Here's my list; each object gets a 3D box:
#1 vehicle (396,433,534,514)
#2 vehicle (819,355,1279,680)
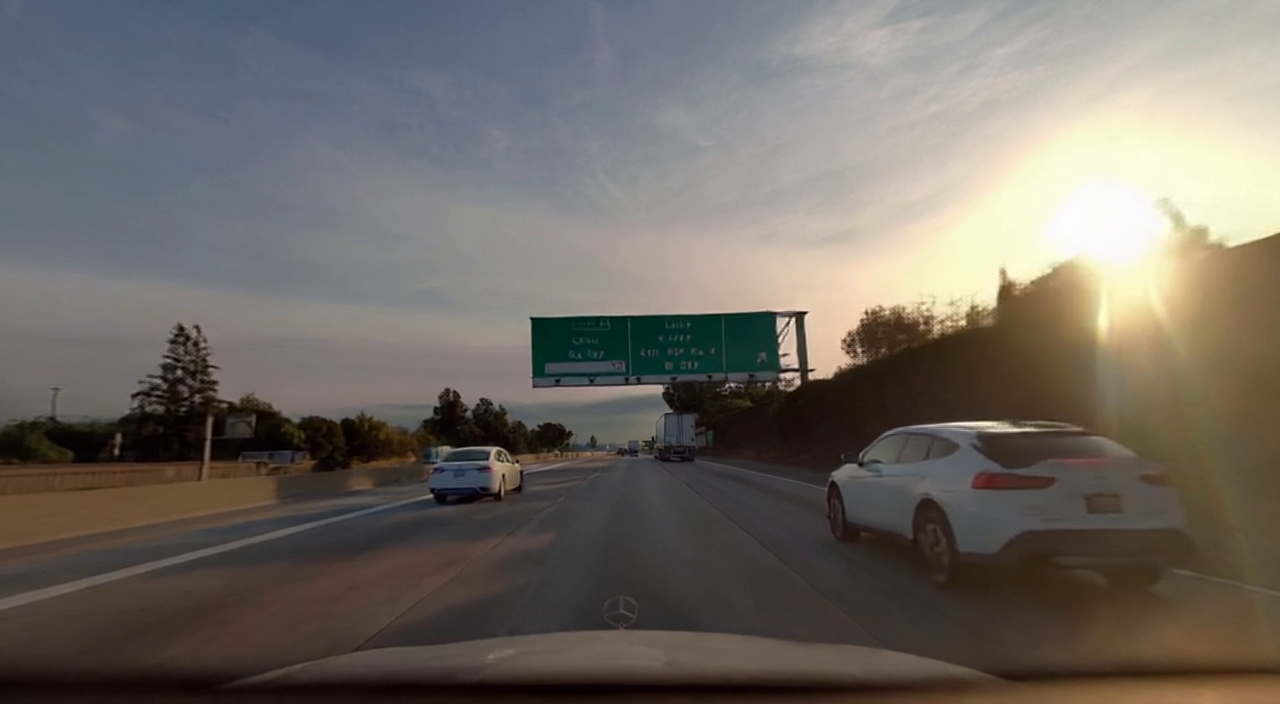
[{"bbox_3d":[-3.911,2.796,15.087,1.903,1.607,4.770,0,-8,0],"label":"vehicle"},{"bbox_3d":[3.359,1.218,5.758,2.065,1.760,4.488,0,-8,-1],"label":"vehicle"}]
